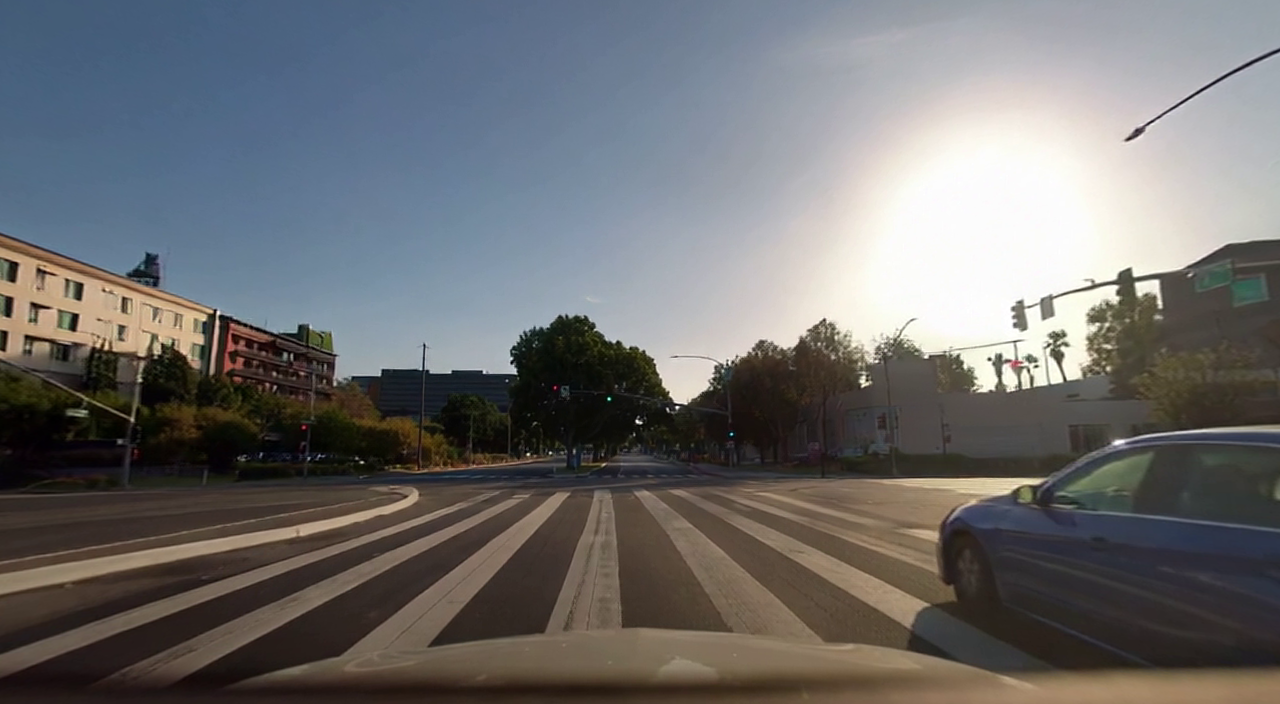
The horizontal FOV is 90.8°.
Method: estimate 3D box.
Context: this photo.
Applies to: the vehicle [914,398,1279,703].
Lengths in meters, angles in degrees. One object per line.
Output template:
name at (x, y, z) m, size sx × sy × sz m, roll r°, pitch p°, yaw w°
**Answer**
vehicle at (3.141, 0.958, 2.258) m, size 2.089 × 1.539 × 4.767 m, roll 0°, pitch -9°, yaw -1°
